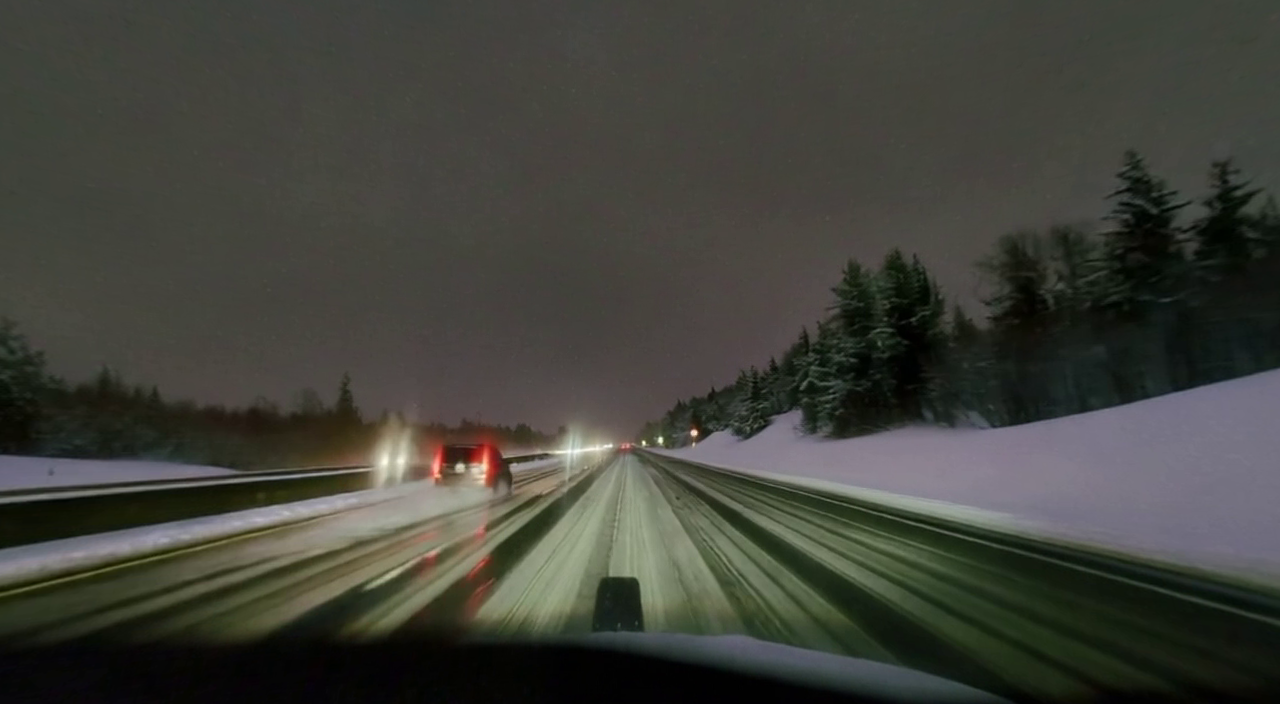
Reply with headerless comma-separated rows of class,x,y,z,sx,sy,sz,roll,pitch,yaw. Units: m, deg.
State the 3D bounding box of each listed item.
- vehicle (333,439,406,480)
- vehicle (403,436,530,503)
vehicle,-17.856,7.134,41.883,2.364,2.485,5.546,0,-9,0
vehicle,-4.528,3.142,17.257,2.139,1.577,4.546,0,-9,0
